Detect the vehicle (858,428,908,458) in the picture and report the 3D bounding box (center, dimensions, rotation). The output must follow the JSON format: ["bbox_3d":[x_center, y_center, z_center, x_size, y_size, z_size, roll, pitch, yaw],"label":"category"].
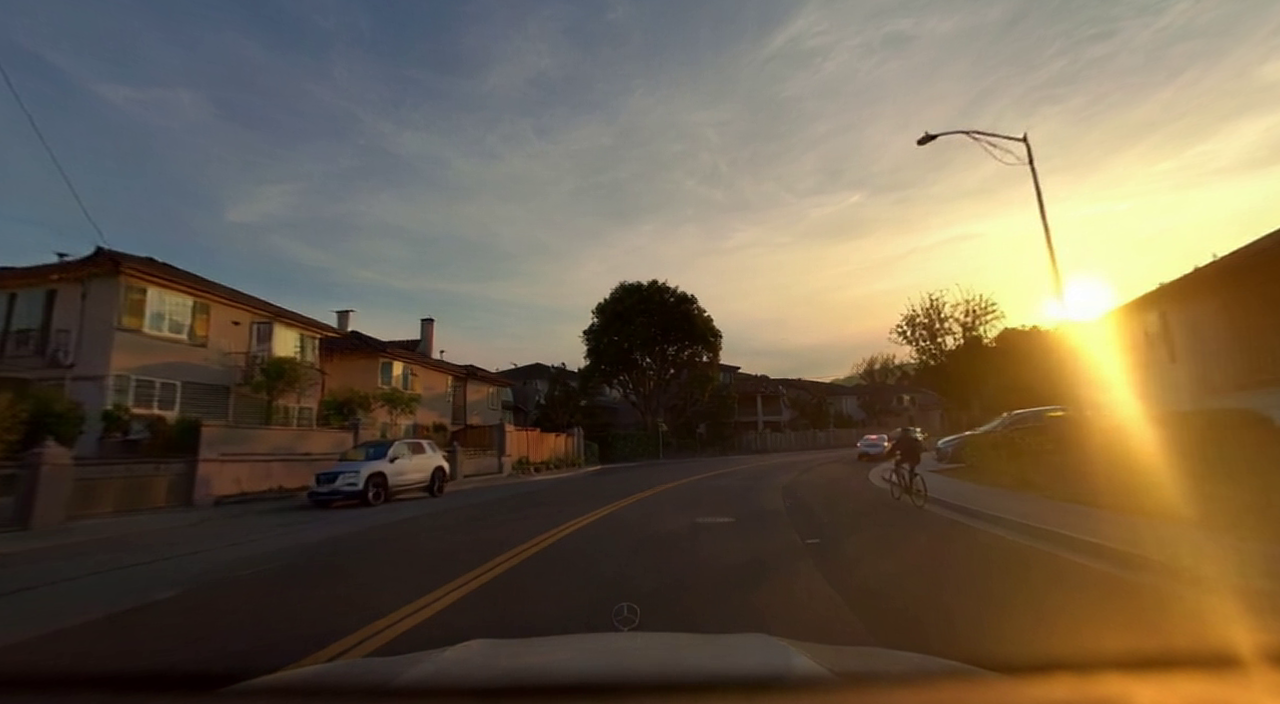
[{"bbox_3d":[14.898,5.589,38.567,2.105,1.705,4.392,-5,-10,29],"label":"vehicle"}]

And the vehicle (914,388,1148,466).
[{"bbox_3d":[12.893,2.621,21.450,6.099,1.973,2.450,-7,-9,14],"label":"vehicle"}]

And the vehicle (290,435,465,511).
[{"bbox_3d":[-6.536,3.044,16.426,1.937,1.670,4.391,-2,-9,13],"label":"vehicle"}]
